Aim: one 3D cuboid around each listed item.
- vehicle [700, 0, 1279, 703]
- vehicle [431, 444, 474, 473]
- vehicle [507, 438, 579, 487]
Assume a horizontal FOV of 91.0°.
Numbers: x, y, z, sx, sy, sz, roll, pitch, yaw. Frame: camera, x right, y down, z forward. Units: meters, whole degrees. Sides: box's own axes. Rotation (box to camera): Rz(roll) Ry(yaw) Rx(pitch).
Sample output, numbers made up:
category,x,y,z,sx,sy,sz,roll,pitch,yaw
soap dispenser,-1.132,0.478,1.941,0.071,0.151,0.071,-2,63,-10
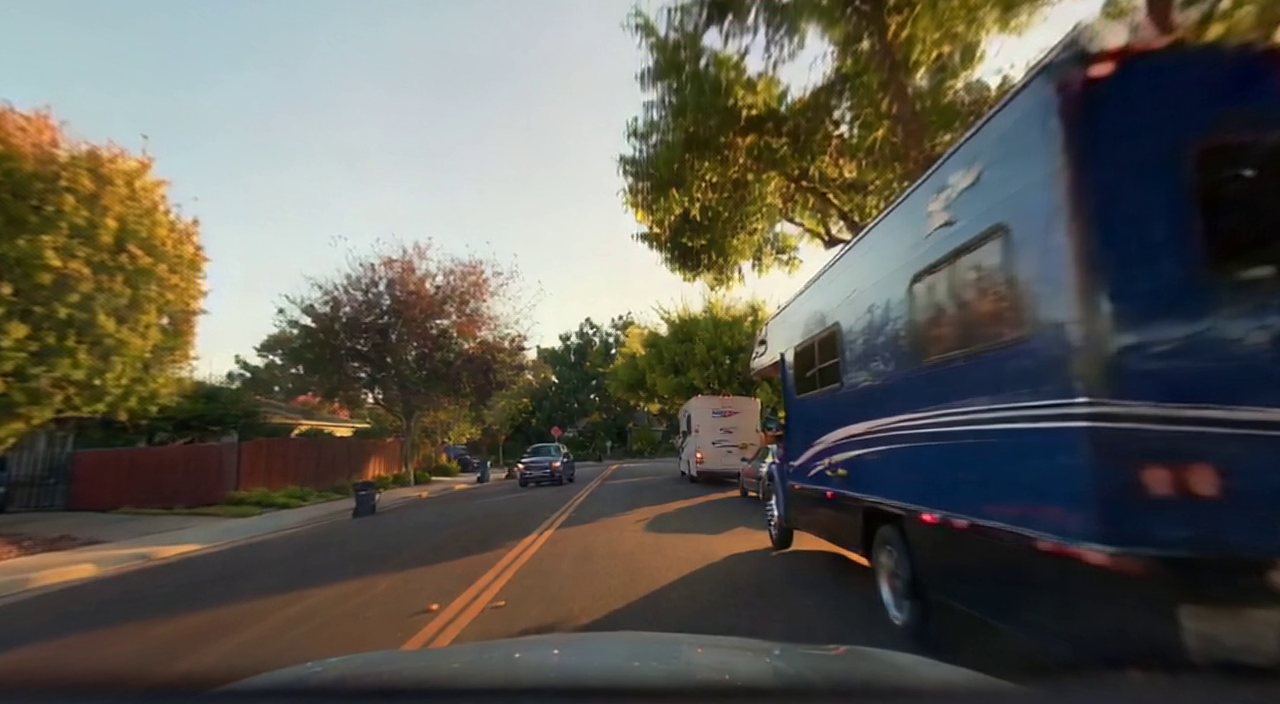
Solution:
category,x,y,z,sx,sy,sz,roll,pitch,yaw
vehicle,2.946,0.843,7.699,3.052,3.440,11.052,0,-8,-1
vehicle,-12.776,7.252,43.097,2.111,1.856,4.803,0,-9,-8
vehicle,-3.725,4.339,25.083,2.194,1.763,4.288,0,-9,0
